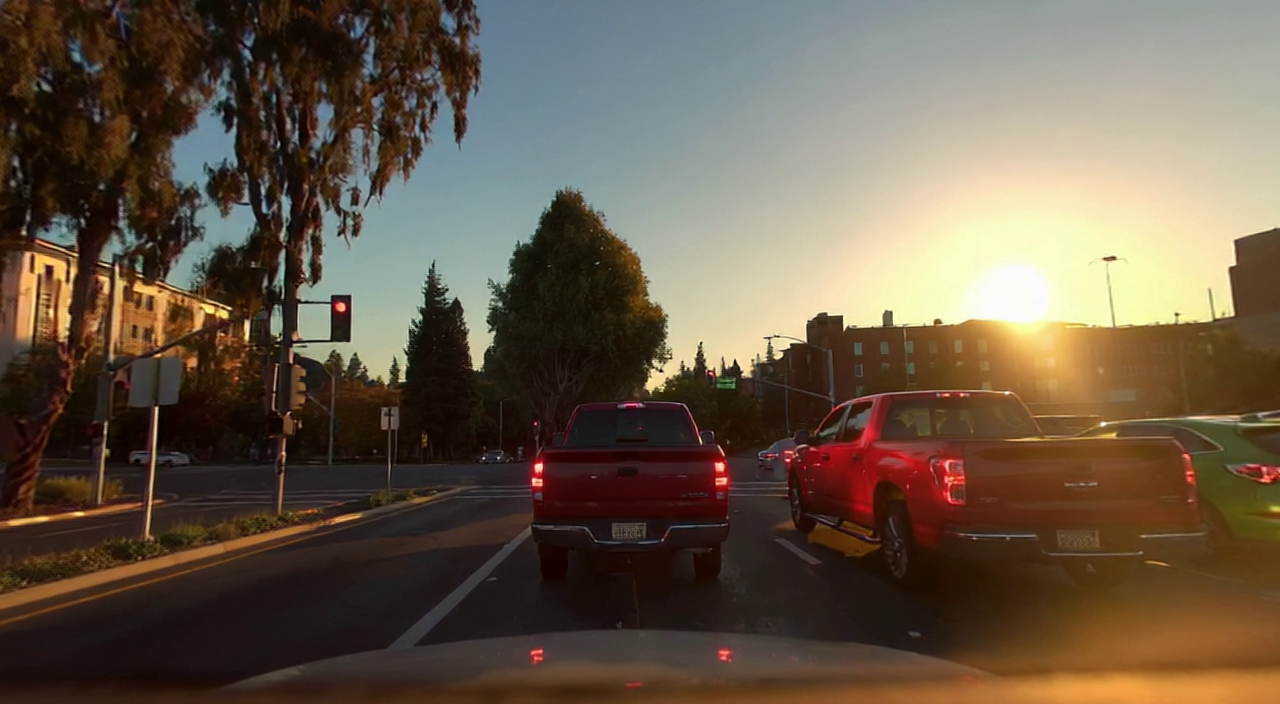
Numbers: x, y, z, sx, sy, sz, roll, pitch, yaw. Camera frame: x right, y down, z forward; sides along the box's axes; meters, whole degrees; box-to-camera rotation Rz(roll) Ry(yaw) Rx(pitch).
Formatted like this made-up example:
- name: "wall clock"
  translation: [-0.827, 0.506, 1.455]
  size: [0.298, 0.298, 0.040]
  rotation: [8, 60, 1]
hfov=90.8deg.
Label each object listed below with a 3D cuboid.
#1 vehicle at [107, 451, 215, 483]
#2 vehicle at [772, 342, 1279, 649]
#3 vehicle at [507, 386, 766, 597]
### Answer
- name: "vehicle"
  translation: [-26.377, 6.326, 35.022]
  size: [4.437, 1.669, 1.936]
  rotation: [5, -10, -30]
- name: "vehicle"
  translation: [3.321, 1.321, 6.927]
  size: [2.412, 1.953, 5.682]
  rotation: [0, -9, -1]
- name: "vehicle"
  translation: [-0.063, 1.577, 8.055]
  size: [2.240, 1.821, 5.001]
  rotation: [0, -9, -1]
